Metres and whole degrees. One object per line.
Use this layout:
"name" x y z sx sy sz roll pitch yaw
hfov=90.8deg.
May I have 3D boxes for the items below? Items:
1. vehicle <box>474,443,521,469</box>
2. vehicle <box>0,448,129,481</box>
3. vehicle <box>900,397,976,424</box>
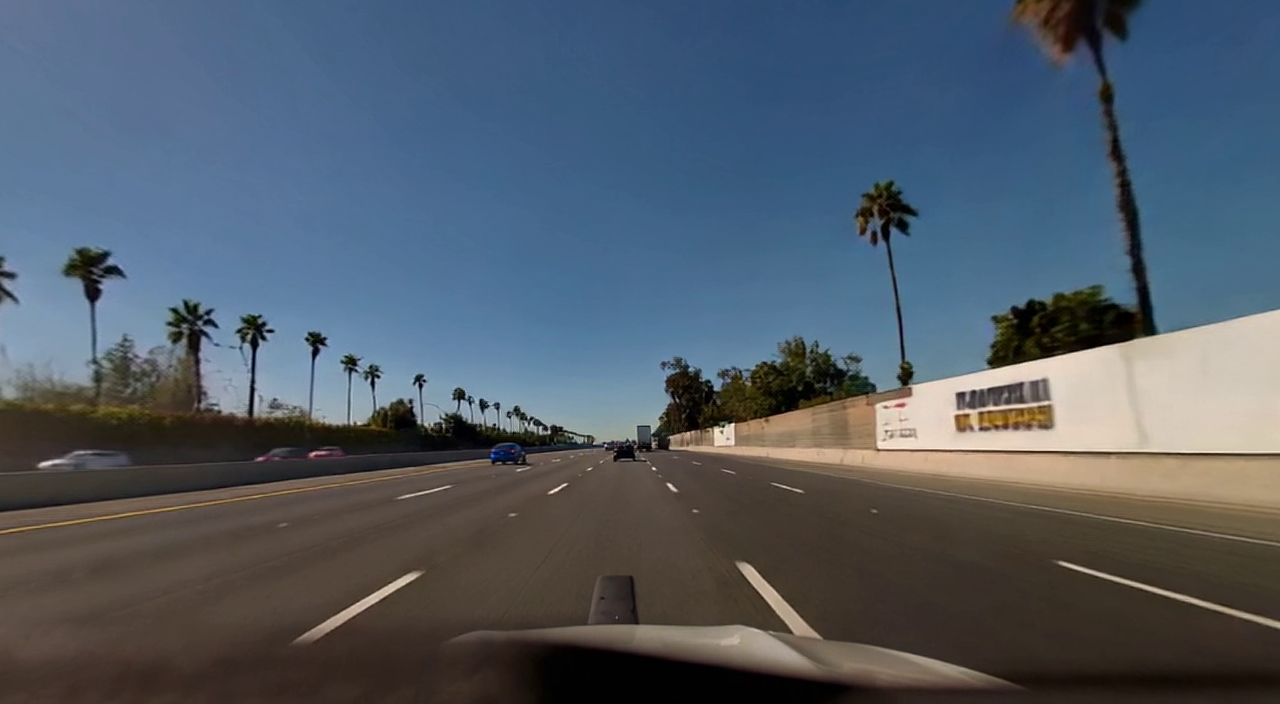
"vehicle" -8.833 6.487 39.559 1.971 1.552 4.465 0 -9 -1
"vehicle" -33.519 6.497 37.008 2.171 1.758 5.944 0 -9 0
"vehicle" 17.205 3.398 36.560 3.539 1.395 1.688 0 -9 -1
